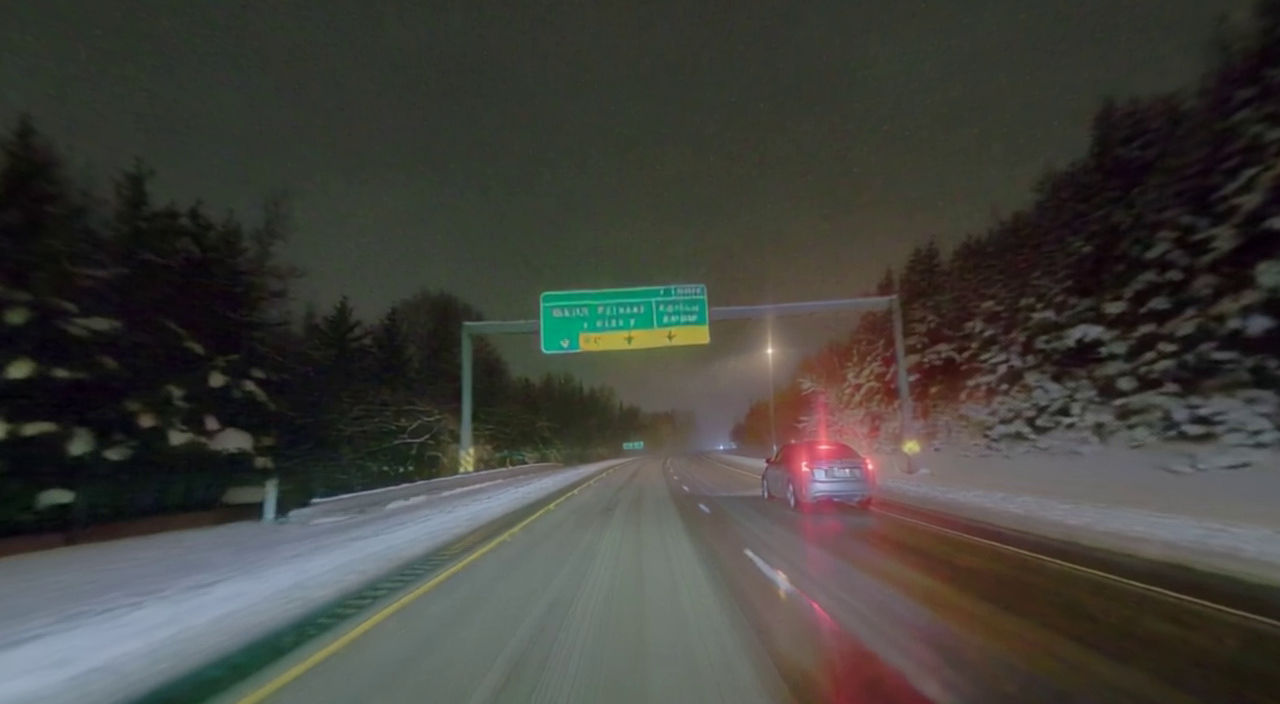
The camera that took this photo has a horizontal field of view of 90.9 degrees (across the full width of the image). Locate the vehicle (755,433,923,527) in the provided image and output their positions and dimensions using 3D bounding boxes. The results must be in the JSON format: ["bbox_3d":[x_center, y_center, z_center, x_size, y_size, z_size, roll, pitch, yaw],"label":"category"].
[{"bbox_3d":[3.645,2.406,12.423,1.997,1.515,4.025,0,-8,0],"label":"vehicle"}]
